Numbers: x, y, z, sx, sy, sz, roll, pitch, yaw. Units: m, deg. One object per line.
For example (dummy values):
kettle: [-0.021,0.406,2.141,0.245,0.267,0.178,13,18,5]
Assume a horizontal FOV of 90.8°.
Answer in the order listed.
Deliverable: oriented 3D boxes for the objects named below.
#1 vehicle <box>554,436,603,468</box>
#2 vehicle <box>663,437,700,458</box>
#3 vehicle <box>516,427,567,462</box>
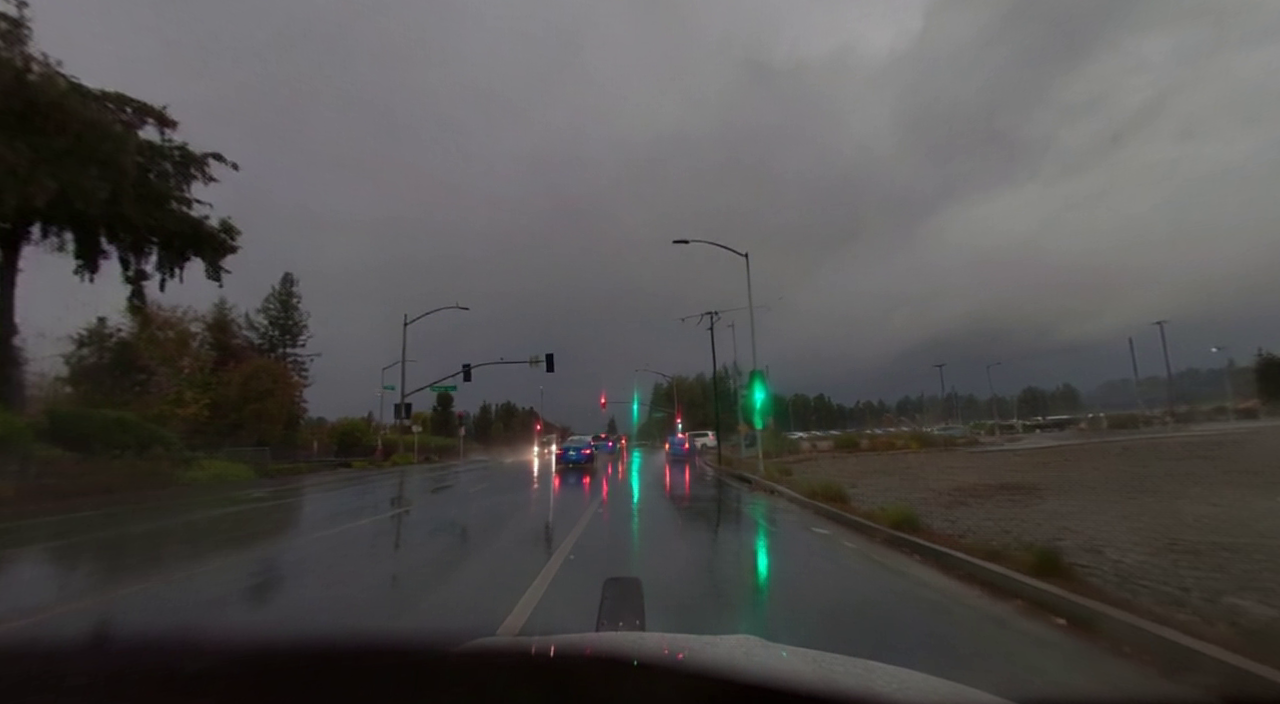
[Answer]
vehicle: [-2.996,5.004,31.743,1.979,1.492,3.930,0,-9,1]
vehicle: [2.999,6.781,44.778,1.945,1.410,4.284,-2,-9,12]
vehicle: [-6.111,5.866,39.919,2.390,2.020,5.085,0,-9,0]
